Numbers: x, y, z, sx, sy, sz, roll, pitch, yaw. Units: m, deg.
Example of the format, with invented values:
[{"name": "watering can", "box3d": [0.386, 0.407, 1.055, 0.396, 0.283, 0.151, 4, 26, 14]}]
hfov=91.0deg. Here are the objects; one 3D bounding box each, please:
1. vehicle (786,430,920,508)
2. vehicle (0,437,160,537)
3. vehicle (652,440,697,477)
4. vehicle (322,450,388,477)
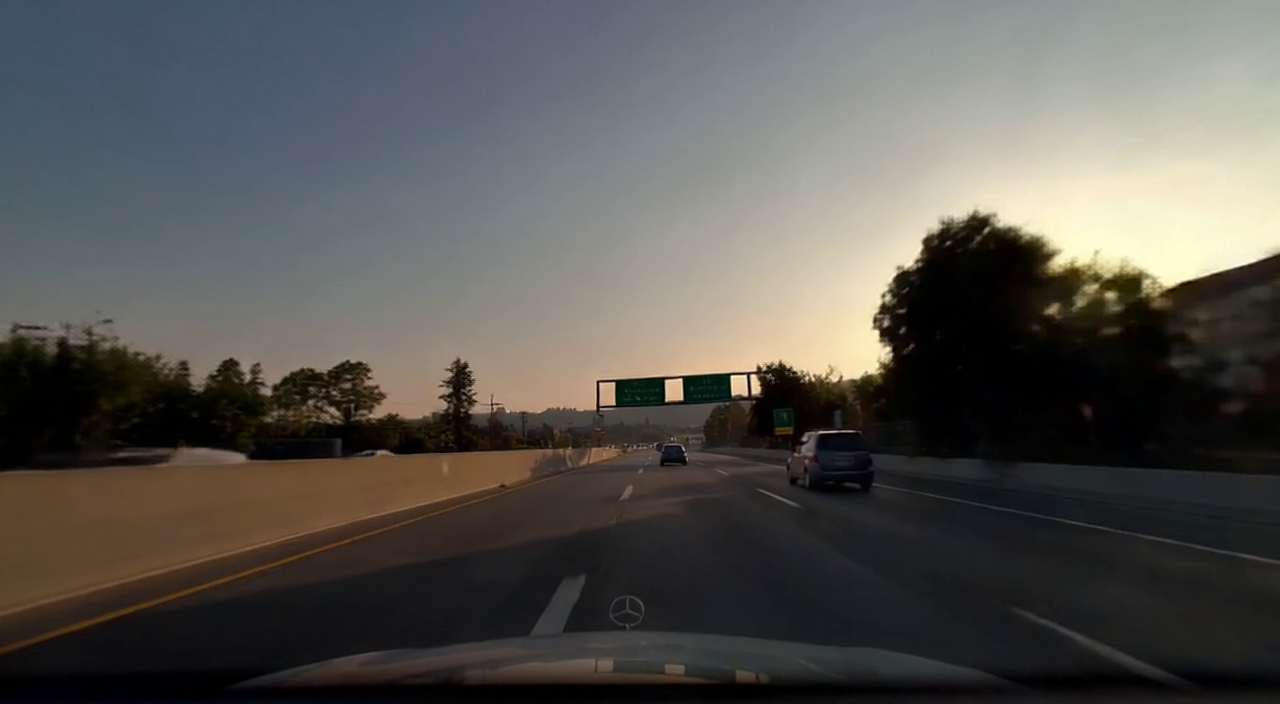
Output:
[{"name": "vehicle", "box3d": [4.846, 2.706, 15.035, 1.770, 1.566, 4.282, 0, -8, 1]}, {"name": "vehicle", "box3d": [-10.890, 2.260, 10.844, 1.904, 1.548, 4.097, 0, -8, 1]}, {"name": "vehicle", "box3d": [1.369, 4.322, 25.774, 1.683, 1.400, 3.868, 0, -8, 2]}, {"name": "vehicle", "box3d": [-17.855, 6.990, 39.667, 1.855, 1.543, 4.820, 0, -8, 1]}]
